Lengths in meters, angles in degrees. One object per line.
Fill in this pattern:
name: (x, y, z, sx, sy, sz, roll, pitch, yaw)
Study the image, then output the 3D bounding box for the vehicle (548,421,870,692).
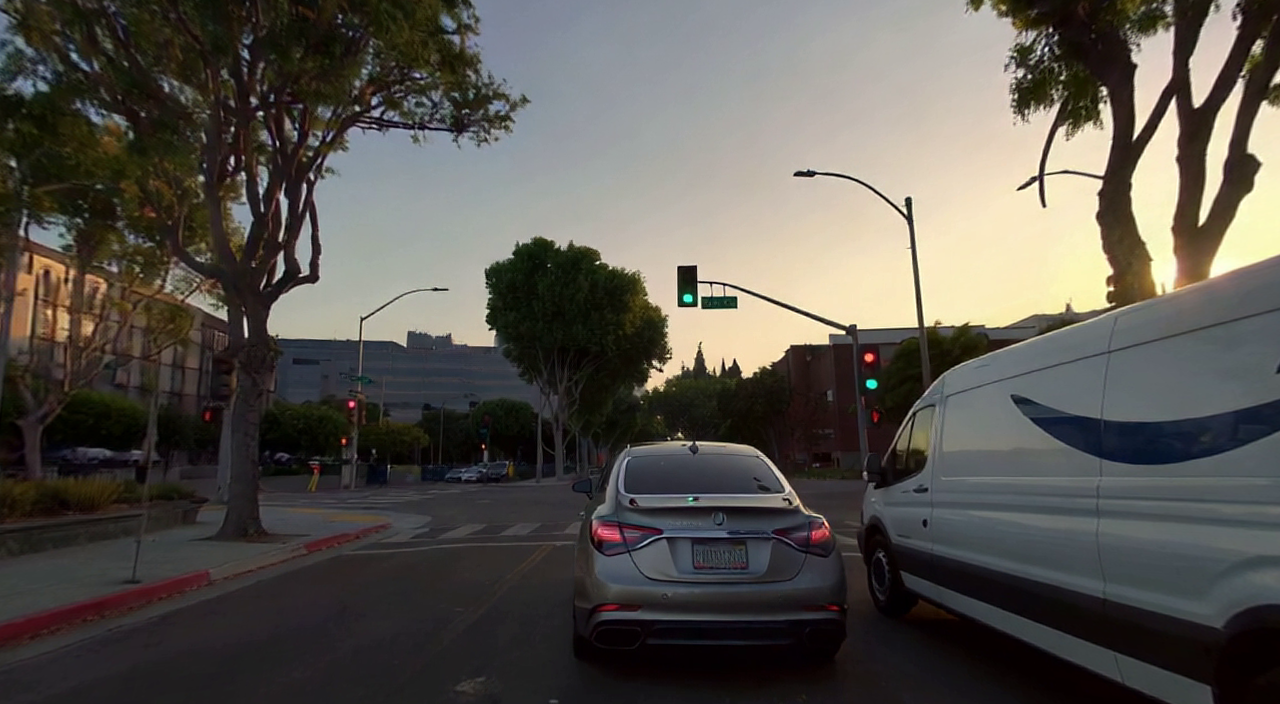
vehicle: (0.384, 1.590, 5.744, 1.961, 1.629, 3.610, 1, -10, -1)

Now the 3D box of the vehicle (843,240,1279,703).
vehicle: (2.851, 0.885, 2.882, 2.054, 1.965, 5.248, 1, -11, 0)
